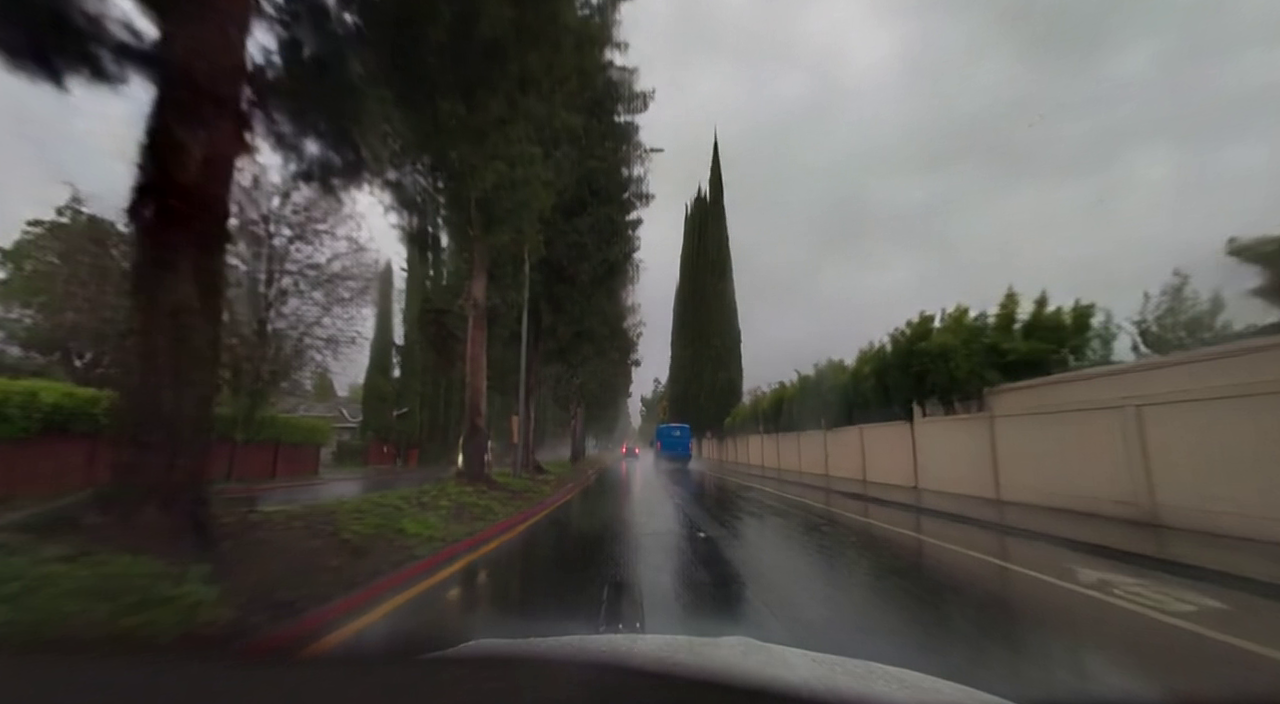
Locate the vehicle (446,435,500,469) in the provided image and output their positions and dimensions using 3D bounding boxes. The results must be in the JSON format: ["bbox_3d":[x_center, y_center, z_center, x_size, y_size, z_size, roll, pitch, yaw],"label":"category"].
[{"bbox_3d":[-12.344,7.424,47.219,2.418,2.348,5.867,0,-8,0],"label":"vehicle"}]
